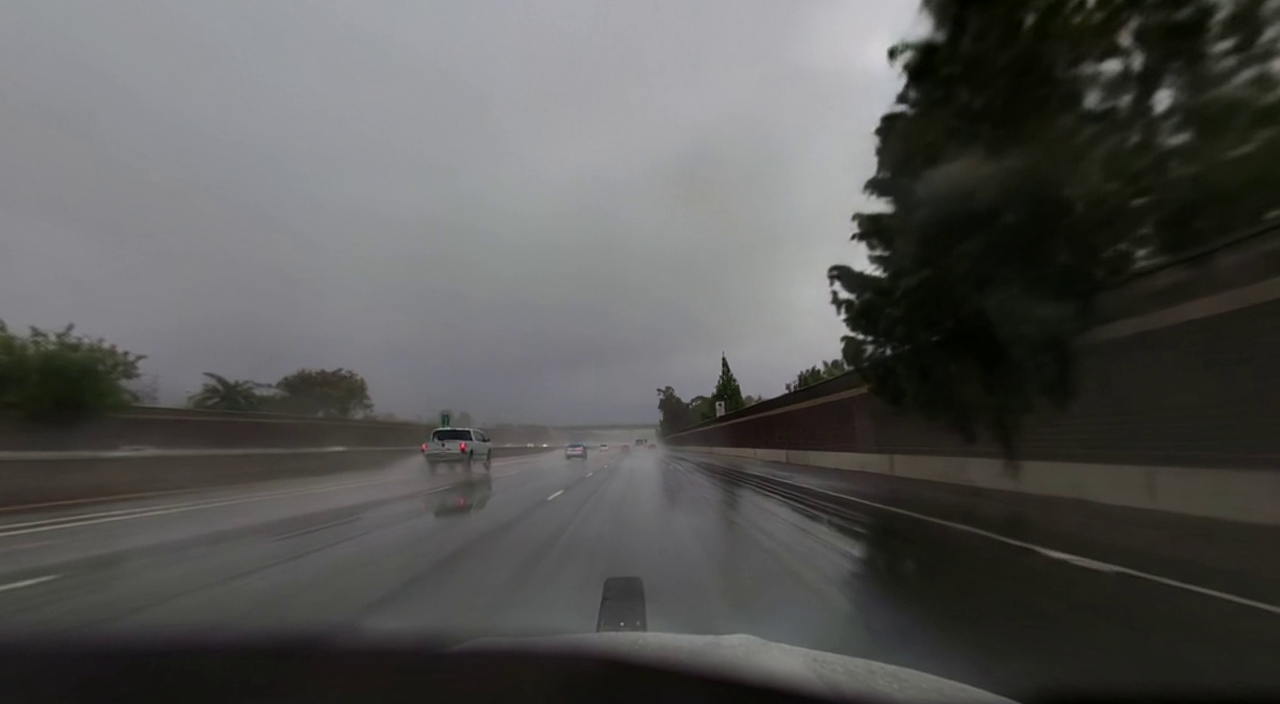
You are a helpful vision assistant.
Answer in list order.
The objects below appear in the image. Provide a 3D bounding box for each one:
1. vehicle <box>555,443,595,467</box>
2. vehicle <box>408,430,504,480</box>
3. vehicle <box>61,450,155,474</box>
[{"bbox_3d":[-4.145,6.633,40.867,2.106,1.452,4.525,0,-8,0],"label":"vehicle"},{"bbox_3d":[-7.807,4.465,27.606,2.351,1.922,6.335,0,-8,0],"label":"vehicle"},{"bbox_3d":[-36.823,7.603,43.820,1.946,1.544,5.230,0,-8,0],"label":"vehicle"}]
